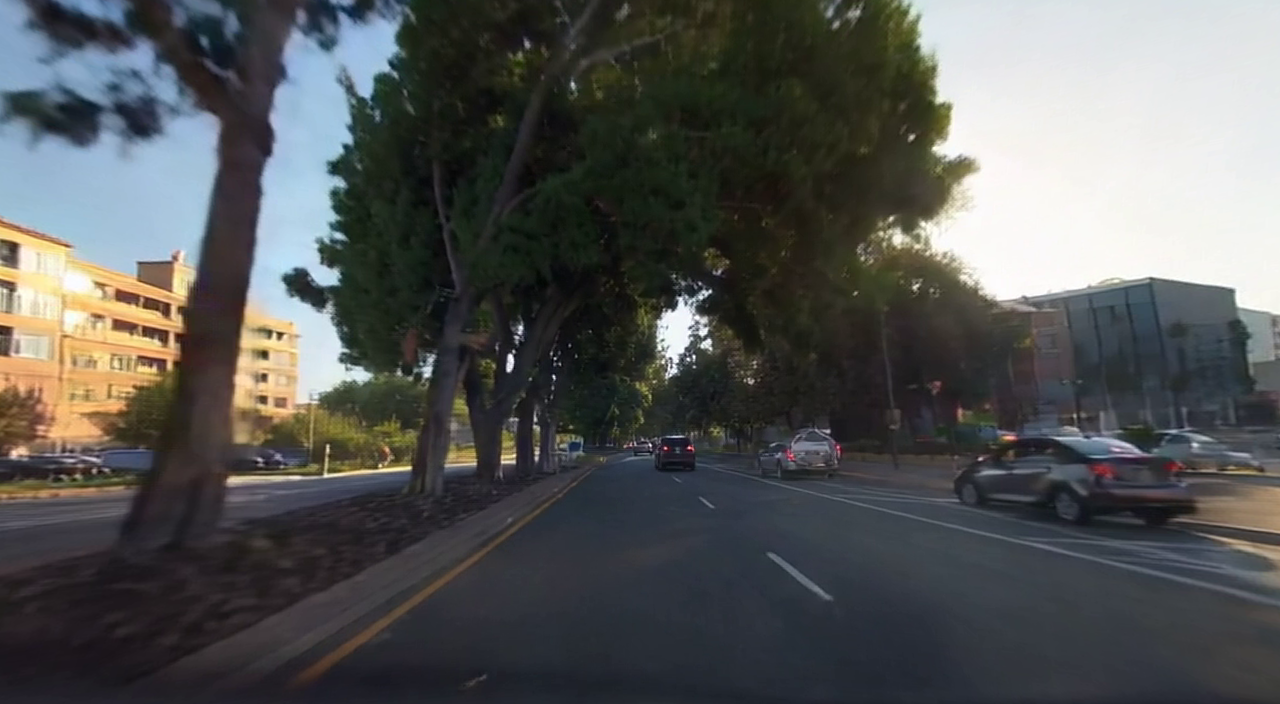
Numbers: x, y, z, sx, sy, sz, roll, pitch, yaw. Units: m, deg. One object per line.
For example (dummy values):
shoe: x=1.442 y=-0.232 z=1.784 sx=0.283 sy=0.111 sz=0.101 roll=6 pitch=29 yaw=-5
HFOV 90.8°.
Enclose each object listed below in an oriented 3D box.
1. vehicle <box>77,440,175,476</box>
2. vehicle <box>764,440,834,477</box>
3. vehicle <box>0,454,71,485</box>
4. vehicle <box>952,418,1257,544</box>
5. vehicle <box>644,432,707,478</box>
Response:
vehicle: x=-30.013 y=6.190 z=36.971 sx=3.883 sy=1.989 sz=2.208 roll=-1 pitch=-9 yaw=6
vehicle: x=7.213 y=4.885 z=29.169 sx=2.029 sy=1.548 sz=4.422 roll=0 pitch=-8 yaw=0
vehicle: x=-29.983 y=5.743 z=31.120 sx=1.779 sy=1.363 sz=4.265 roll=4 pitch=-9 yaw=-28
vehicle: x=7.459 y=2.090 z=10.864 sx=2.025 sy=1.719 sz=4.161 roll=0 pitch=-8 yaw=0
vehicle: x=1.408 y=4.366 z=26.994 sx=2.227 sy=1.794 sz=4.457 roll=0 pitch=-8 yaw=-3
